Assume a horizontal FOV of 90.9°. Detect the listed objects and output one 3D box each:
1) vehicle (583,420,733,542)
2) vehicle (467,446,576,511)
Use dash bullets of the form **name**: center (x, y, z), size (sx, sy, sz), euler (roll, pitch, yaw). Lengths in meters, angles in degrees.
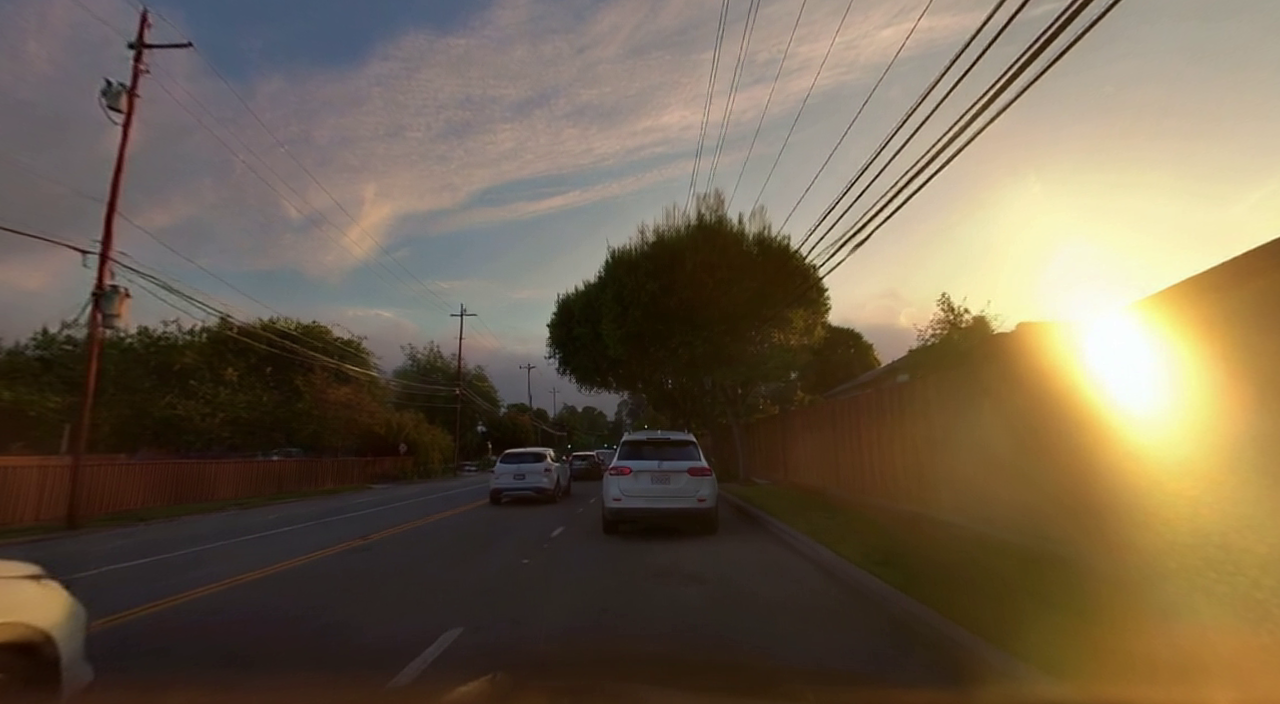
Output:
- **vehicle**: center (0.290, 2.180, 11.274), size (2.174, 1.749, 4.113), euler (0, -9, 1)
- **vehicle**: center (-2.926, 3.214, 16.523), size (1.979, 1.489, 4.006), euler (0, -9, 1)
